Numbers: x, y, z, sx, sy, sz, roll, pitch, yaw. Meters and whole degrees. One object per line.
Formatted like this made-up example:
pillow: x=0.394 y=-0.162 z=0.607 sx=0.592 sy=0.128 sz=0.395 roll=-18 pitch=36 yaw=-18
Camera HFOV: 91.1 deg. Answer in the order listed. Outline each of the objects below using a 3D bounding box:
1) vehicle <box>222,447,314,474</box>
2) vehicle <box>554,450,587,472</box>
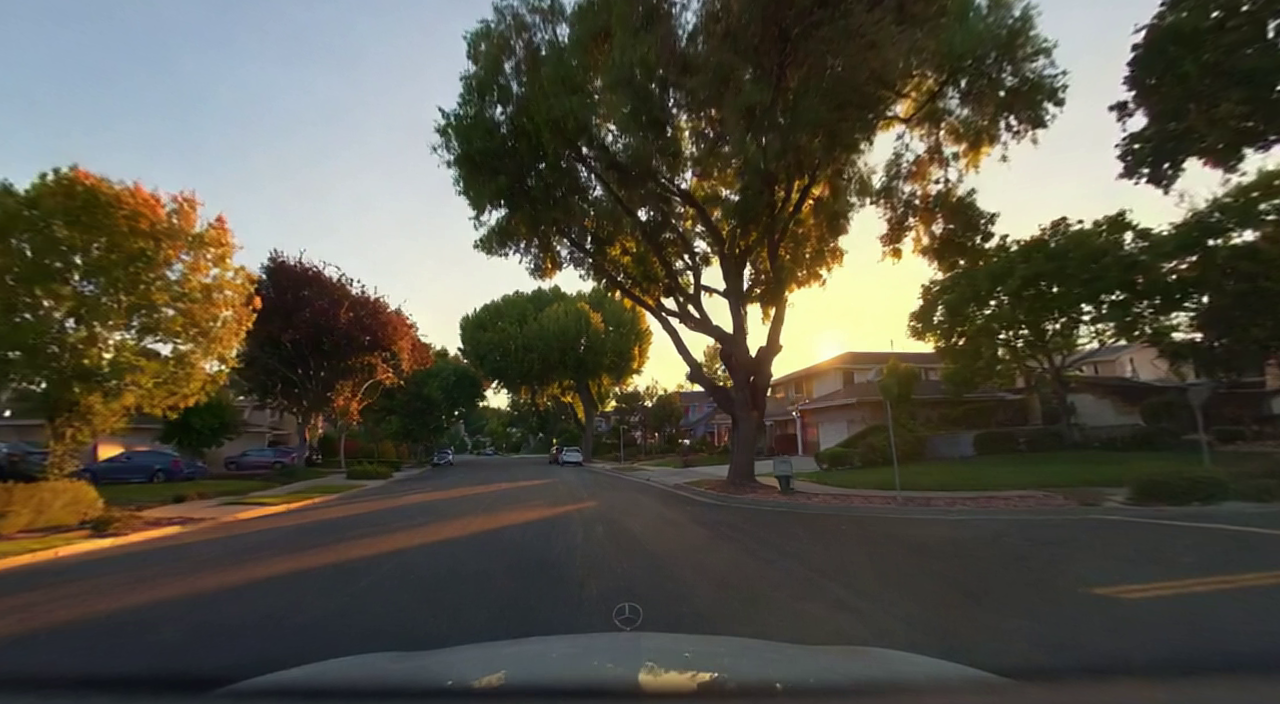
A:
vehicle: x=-22.486 y=6.574 z=38.073 sx=4.344 sy=1.483 sz=1.928 roll=0 pitch=-8 yaw=-6
vehicle: x=-5.187 y=7.964 z=46.170 sx=2.088 sy=1.429 sz=4.796 roll=1 pitch=-9 yaw=-10
